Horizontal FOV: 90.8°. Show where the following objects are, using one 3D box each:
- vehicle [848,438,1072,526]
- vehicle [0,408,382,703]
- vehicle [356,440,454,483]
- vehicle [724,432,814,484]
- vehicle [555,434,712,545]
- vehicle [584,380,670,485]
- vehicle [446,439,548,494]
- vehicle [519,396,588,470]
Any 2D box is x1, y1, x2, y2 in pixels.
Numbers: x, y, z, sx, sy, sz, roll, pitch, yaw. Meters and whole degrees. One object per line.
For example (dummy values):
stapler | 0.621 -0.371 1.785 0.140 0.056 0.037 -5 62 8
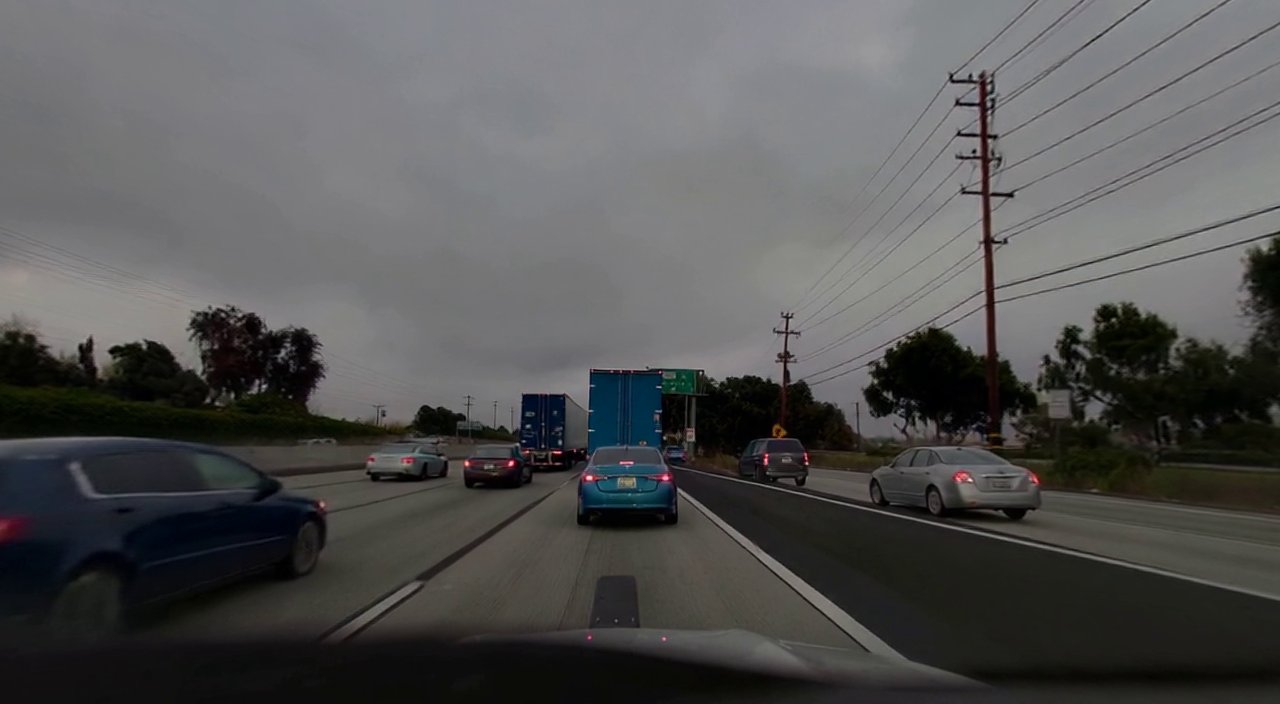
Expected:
vehicle | 5.909 2.426 12.372 1.878 1.406 4.164 1 -9 -6
vehicle | -3.858 1.225 4.411 1.960 1.450 5.246 0 -9 -1
vehicle | -8.690 4.093 23.869 2.008 1.454 4.693 0 -9 -2
vehicle | 4.532 3.816 22.914 2.023 1.676 4.002 1 -9 -6
vehicle | -0.203 2.159 10.581 2.112 1.463 4.012 0 -9 -3
vehicle | -0.613 3.348 25.619 2.909 3.518 8.262 0 -9 -2
vehicle | -4.214 3.458 19.550 2.090 1.463 4.968 0 -9 -1
vehicle | -5.796 6.097 45.951 3.150 4.298 17.928 0 -9 -2
